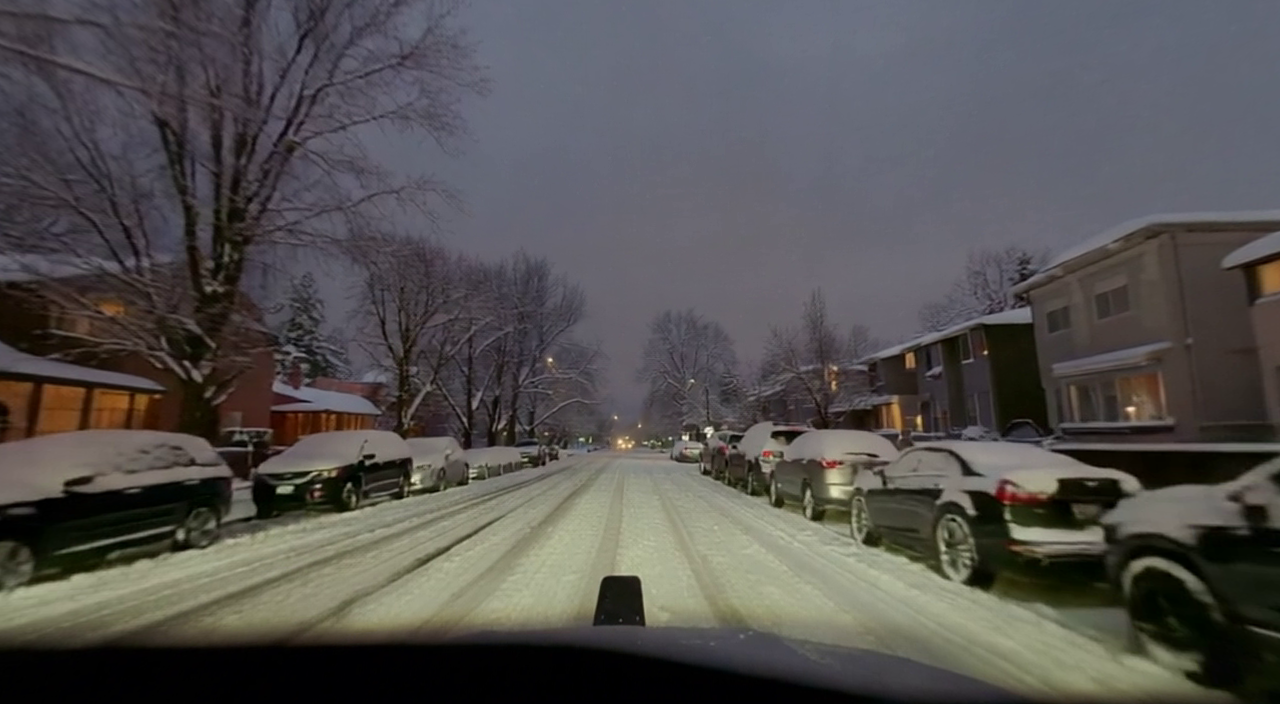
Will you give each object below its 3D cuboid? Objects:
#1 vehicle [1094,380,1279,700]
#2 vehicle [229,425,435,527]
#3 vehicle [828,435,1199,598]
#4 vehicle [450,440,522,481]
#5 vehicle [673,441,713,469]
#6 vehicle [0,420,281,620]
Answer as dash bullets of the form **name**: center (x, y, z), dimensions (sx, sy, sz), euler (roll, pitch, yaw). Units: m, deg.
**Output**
- **vehicle**: center (4.504, 0.897, 2.570), dimensions (1.918, 1.740, 4.415), euler (0, -9, -1)
- **vehicle**: center (-7.189, 2.948, 15.798), dimensions (2.195, 2.023, 6.055), euler (0, -9, -1)
- **vehicle**: center (4.172, 1.883, 8.262), dimensions (1.877, 1.486, 4.713), euler (0, -9, -1)
- **vehicle**: center (-7.464, 5.310, 31.241), dimensions (2.042, 1.785, 5.876), euler (0, -9, 0)
- **vehicle**: center (3.546, 7.029, 43.267), dimensions (2.101, 1.771, 4.747), euler (0, -9, -2)
- **vehicle**: center (-7.100, 1.874, 7.874), dimensions (2.162, 1.846, 5.426), euler (0, -9, -1)
